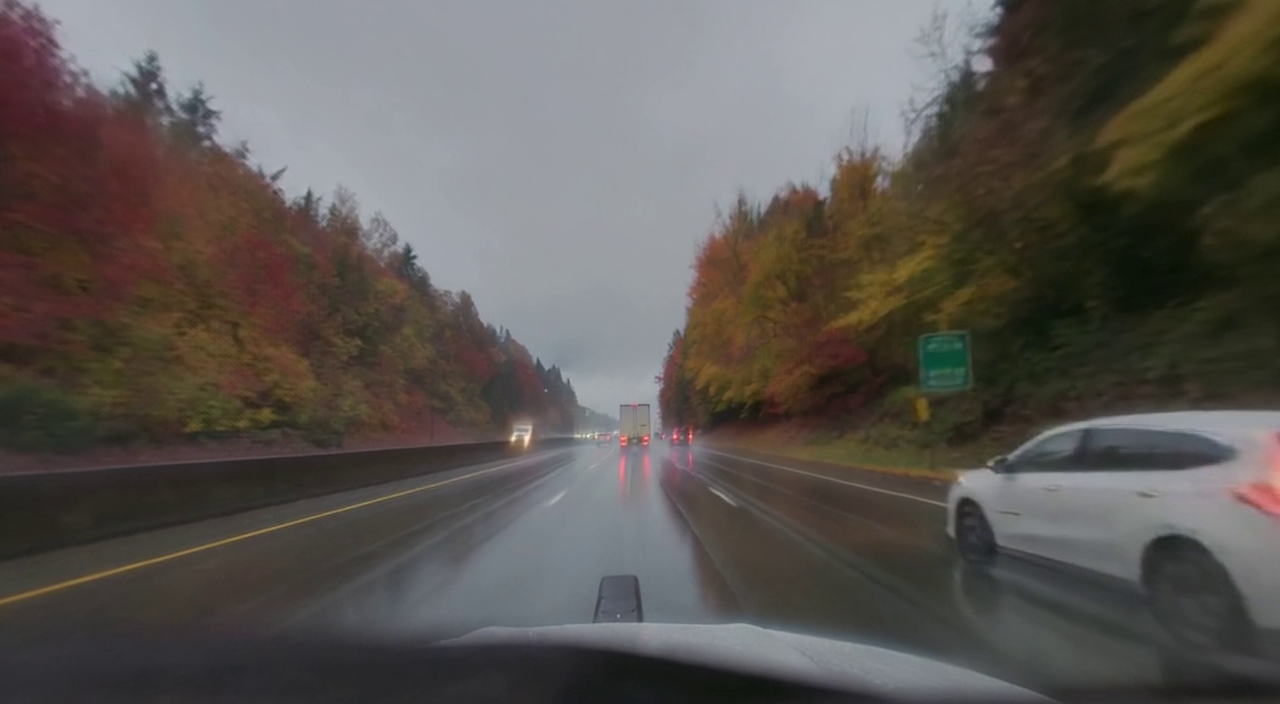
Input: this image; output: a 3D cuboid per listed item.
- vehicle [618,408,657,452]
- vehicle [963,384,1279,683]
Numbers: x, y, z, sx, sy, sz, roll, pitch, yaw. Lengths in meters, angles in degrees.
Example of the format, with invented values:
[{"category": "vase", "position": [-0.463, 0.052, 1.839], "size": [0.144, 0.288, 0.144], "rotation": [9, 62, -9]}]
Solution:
[{"category": "vehicle", "position": [-0.250, 5.752, 45.872], "size": [2.631, 2.957, 6.512], "rotation": [0, -8, -2]}, {"category": "vehicle", "position": [4.139, 1.033, 4.088], "size": [1.882, 1.492, 3.958], "rotation": [0, -8, -1]}]
